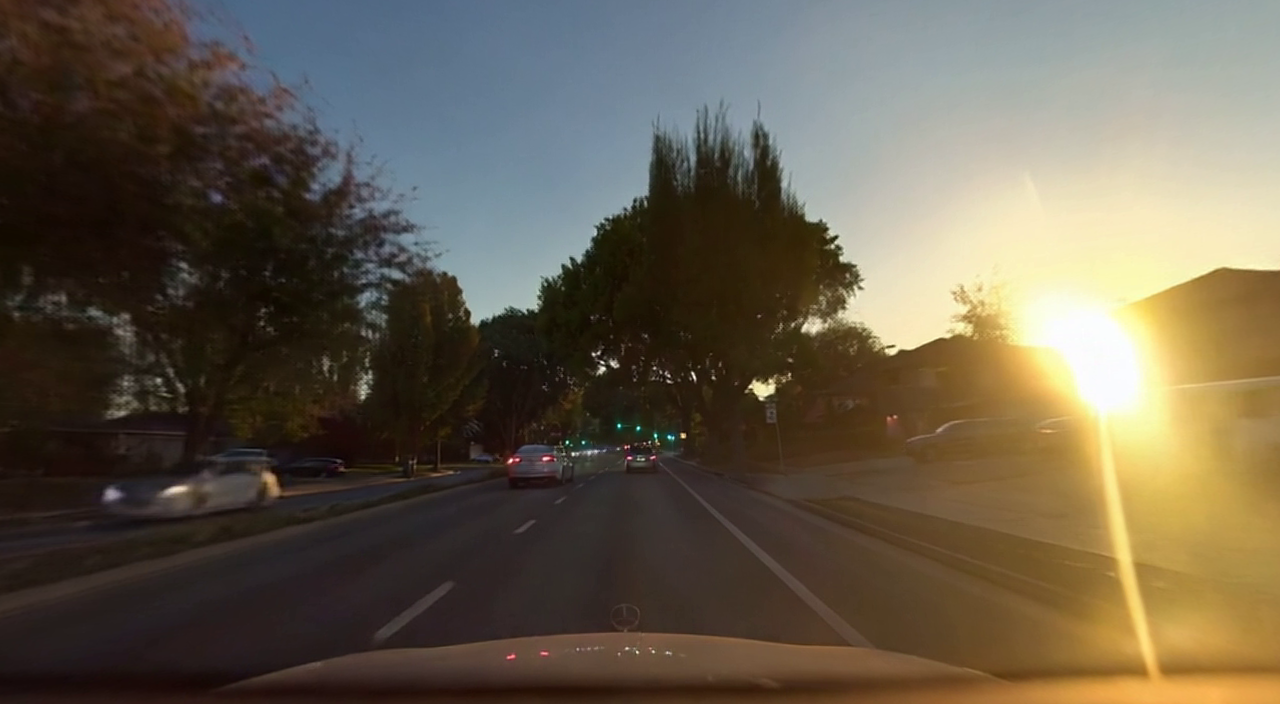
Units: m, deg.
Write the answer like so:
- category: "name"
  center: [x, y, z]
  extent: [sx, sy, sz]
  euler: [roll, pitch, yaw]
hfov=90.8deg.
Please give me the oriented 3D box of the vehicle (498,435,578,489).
- category: "vehicle"
  center: [-3.583, 3.946, 23.055]
  extent: [2.157, 1.771, 4.452]
  euler: [0, -8, 0]

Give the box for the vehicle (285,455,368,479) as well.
- category: "vehicle"
  center: [-21.985, 8.081, 44.428]
  extent: [4.792, 1.551, 1.931]
  euler: [0, -8, -1]

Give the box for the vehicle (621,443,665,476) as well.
- category: "vehicle"
  center: [0.166, 5.329, 31.646]
  extent: [2.062, 1.518, 3.901]
  euler: [0, -8, 0]

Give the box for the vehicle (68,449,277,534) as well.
- category: "vehicle"
  center: [-12.091, 3.558, 16.867]
  extent: [2.070, 1.752, 4.629]
  euler: [-4, -8, 0]

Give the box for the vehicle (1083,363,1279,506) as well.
- category: "vehicle"
  center: [11.318, 1.306, 10.734]
  extent: [5.552, 2.070, 2.533]
  euler: [-2, -8, -1]

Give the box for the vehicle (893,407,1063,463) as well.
- category: "vehicle"
  center: [15.469, 3.836, 29.199]
  extent: [6.374, 2.098, 2.415]
  euler: [-3, -8, -1]
